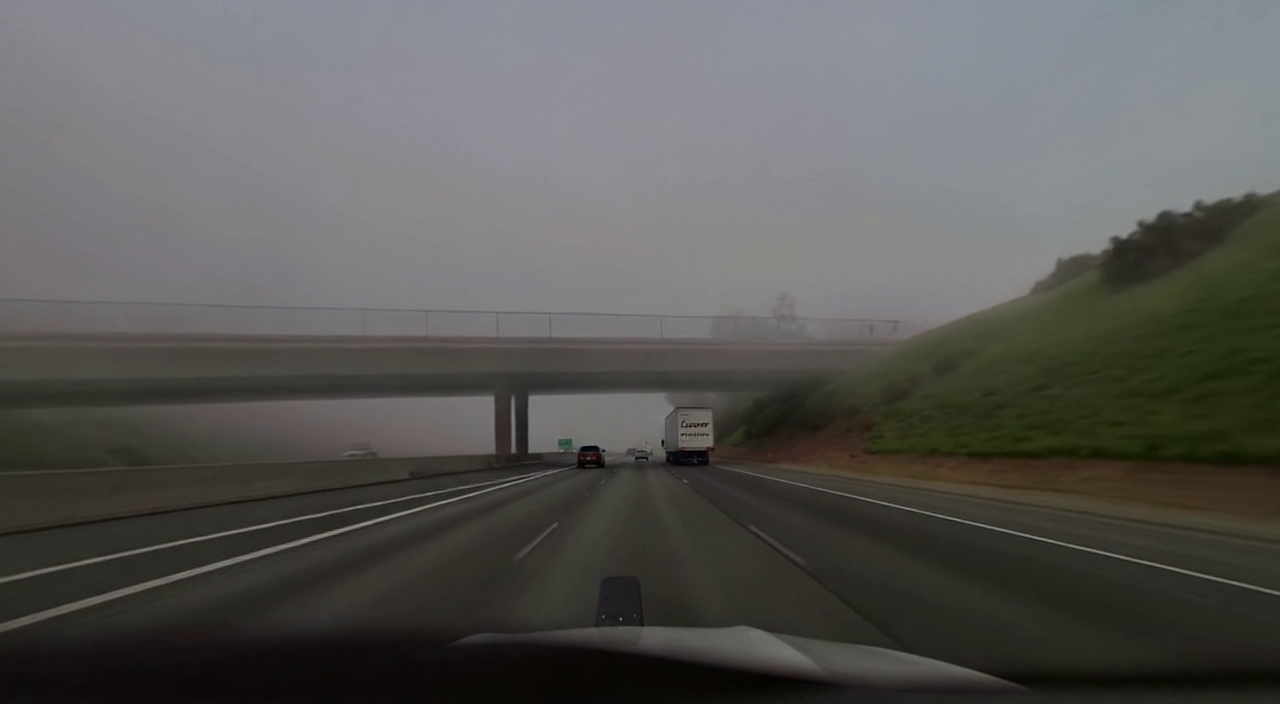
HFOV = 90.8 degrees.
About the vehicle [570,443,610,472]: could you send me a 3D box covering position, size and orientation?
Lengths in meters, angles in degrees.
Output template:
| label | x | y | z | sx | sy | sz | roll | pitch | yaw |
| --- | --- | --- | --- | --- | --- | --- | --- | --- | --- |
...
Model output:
| label | x | y | z | sx | sy | sz | roll | pitch | yaw |
| --- | --- | --- | --- | --- | --- | --- | --- | --- | --- |
| vehicle | -2.942 | 6.405 | 38.356 | 2.052 | 1.654 | 4.303 | 0 | -9 | 0 |
